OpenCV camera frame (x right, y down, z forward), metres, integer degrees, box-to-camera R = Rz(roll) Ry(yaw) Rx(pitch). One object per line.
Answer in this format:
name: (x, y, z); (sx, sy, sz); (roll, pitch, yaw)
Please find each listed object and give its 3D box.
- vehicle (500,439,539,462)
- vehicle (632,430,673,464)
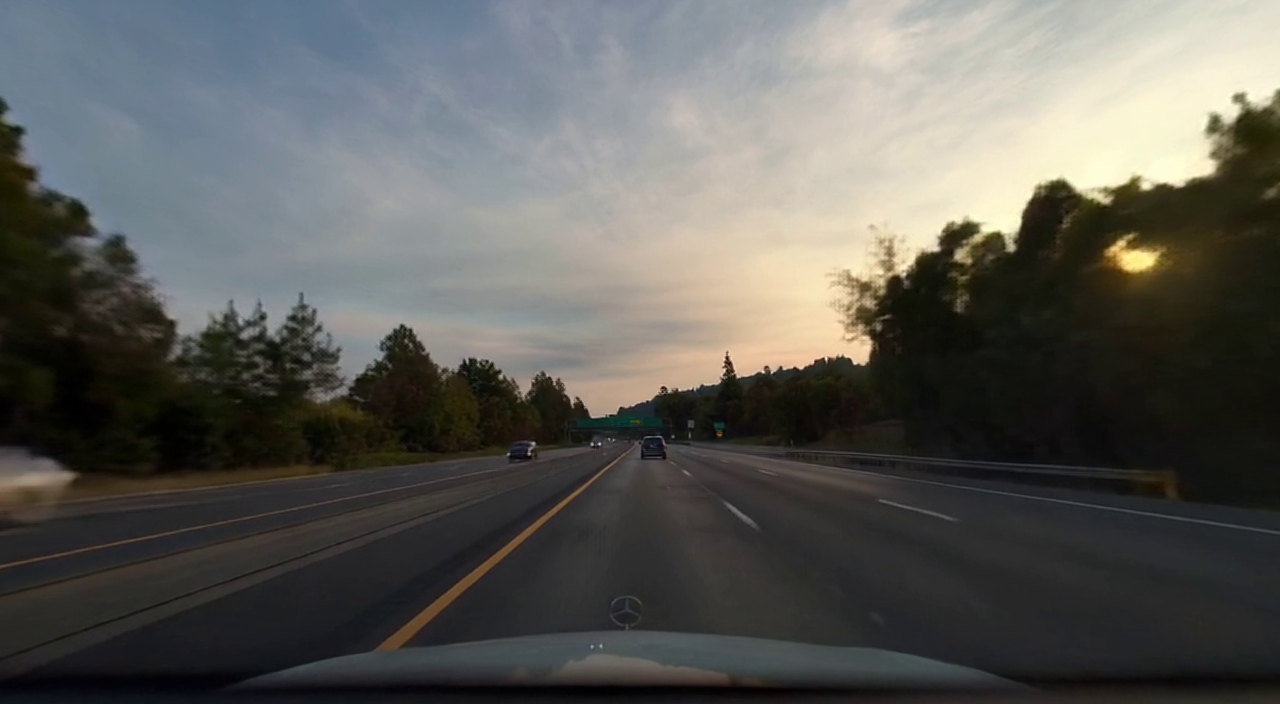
vehicle: (-8.185, 6.715, 43.013); (1.863, 1.529, 4.010); (0, -8, 1)
vehicle: (0.723, 5.691, 37.815); (2.301, 1.944, 4.554); (0, -8, 1)
